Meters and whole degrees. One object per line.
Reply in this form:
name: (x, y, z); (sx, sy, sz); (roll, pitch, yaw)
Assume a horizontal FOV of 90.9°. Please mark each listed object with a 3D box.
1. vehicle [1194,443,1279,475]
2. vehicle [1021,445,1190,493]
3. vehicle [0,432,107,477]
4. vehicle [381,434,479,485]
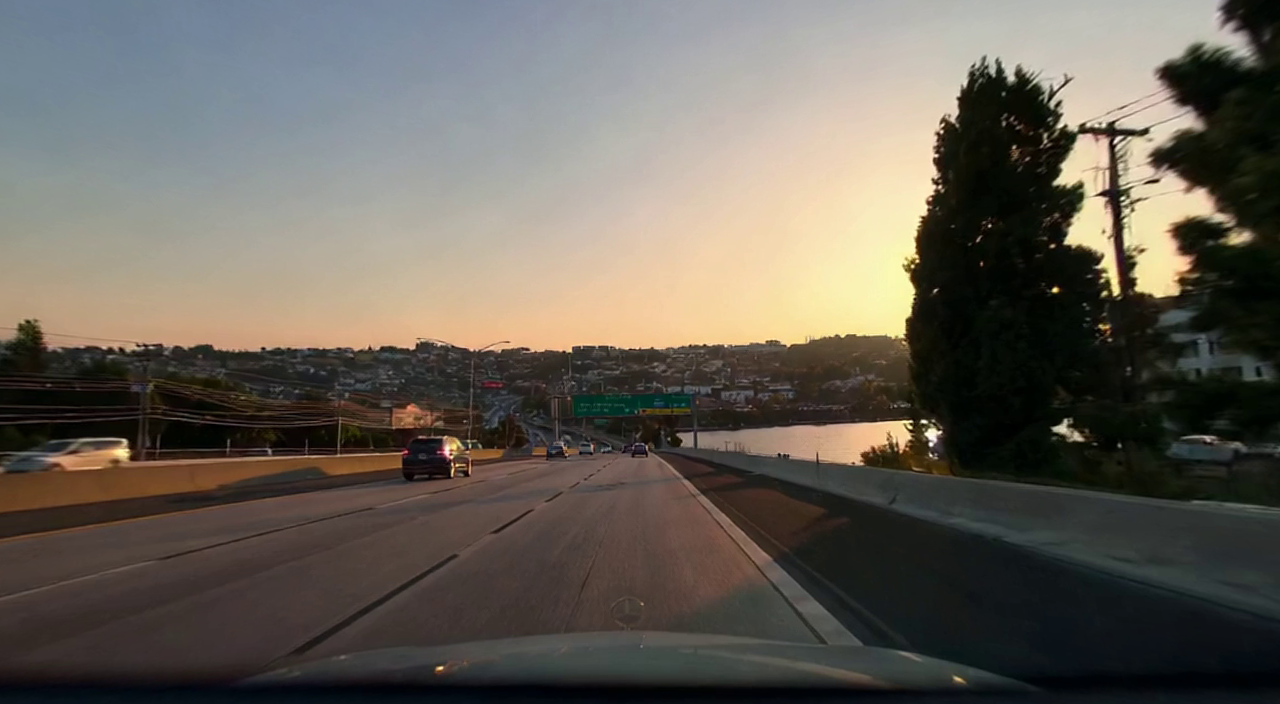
vehicle: (36.382, 6.210, 36.882); (5.943, 1.764, 2.142); (0, -8, -2)
vehicle: (20.479, 5.140, 27.961); (5.538, 2.013, 2.332); (0, -8, 2)
vehicle: (-27.189, 4.608, 28.540); (2.093, 1.851, 4.539); (0, -8, 1)
vehicle: (-7.121, 3.675, 21.845); (1.946, 1.590, 4.042); (0, -8, 1)
